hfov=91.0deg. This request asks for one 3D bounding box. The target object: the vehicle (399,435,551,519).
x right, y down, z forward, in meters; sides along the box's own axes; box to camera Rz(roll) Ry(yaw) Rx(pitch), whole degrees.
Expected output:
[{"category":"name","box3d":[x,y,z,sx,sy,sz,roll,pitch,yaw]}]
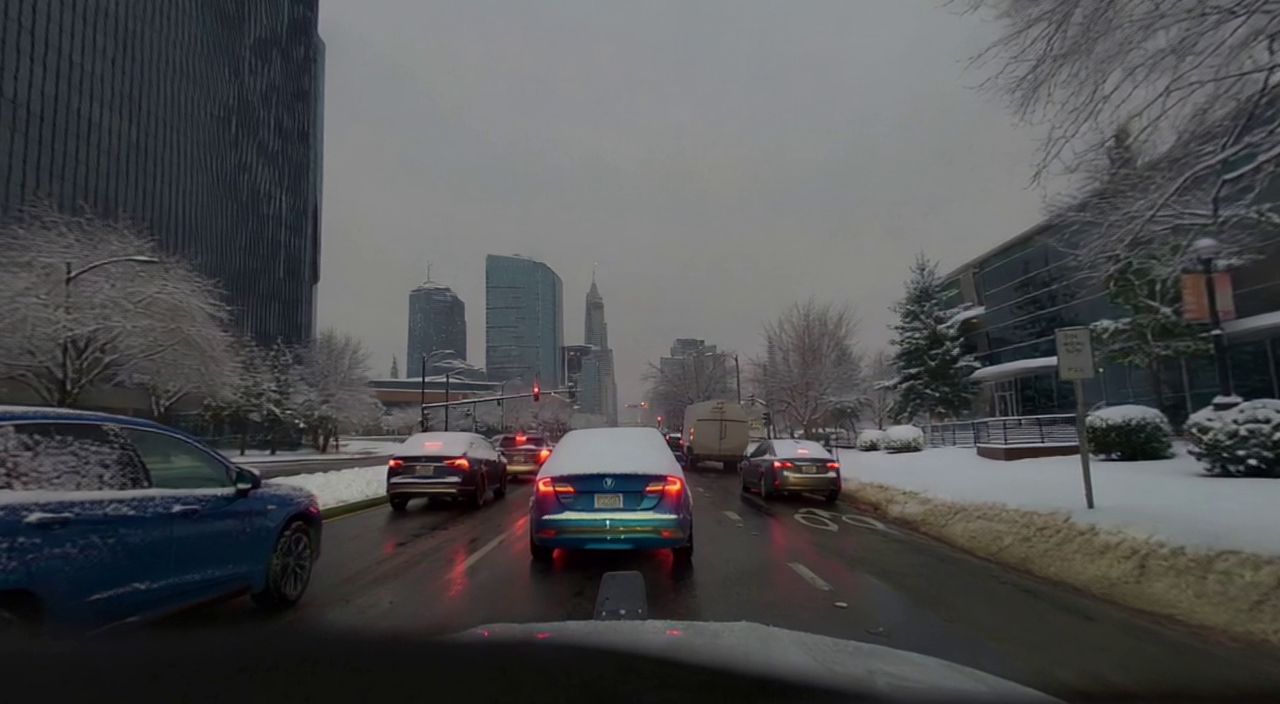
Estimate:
[{"category":"vehicle","box3d":[-3.341,2.632,13.820,2.044,1.508,4.479,0,-9,1]}]

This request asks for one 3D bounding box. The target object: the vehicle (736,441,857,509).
[{"category":"vehicle","box3d":[3.839,3.078,16.255,1.940,1.514,4.187,0,-9,-1]}]

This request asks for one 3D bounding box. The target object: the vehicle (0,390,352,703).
[{"category":"vehicle","box3d":[-3.555,1.071,3.550,1.933,1.520,4.195,0,-9,-1]}]

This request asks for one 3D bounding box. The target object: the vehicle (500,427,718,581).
[{"category":"vehicle","box3d":[-0.247,1.848,8.529,2.174,1.509,4.374,0,-9,2]}]
